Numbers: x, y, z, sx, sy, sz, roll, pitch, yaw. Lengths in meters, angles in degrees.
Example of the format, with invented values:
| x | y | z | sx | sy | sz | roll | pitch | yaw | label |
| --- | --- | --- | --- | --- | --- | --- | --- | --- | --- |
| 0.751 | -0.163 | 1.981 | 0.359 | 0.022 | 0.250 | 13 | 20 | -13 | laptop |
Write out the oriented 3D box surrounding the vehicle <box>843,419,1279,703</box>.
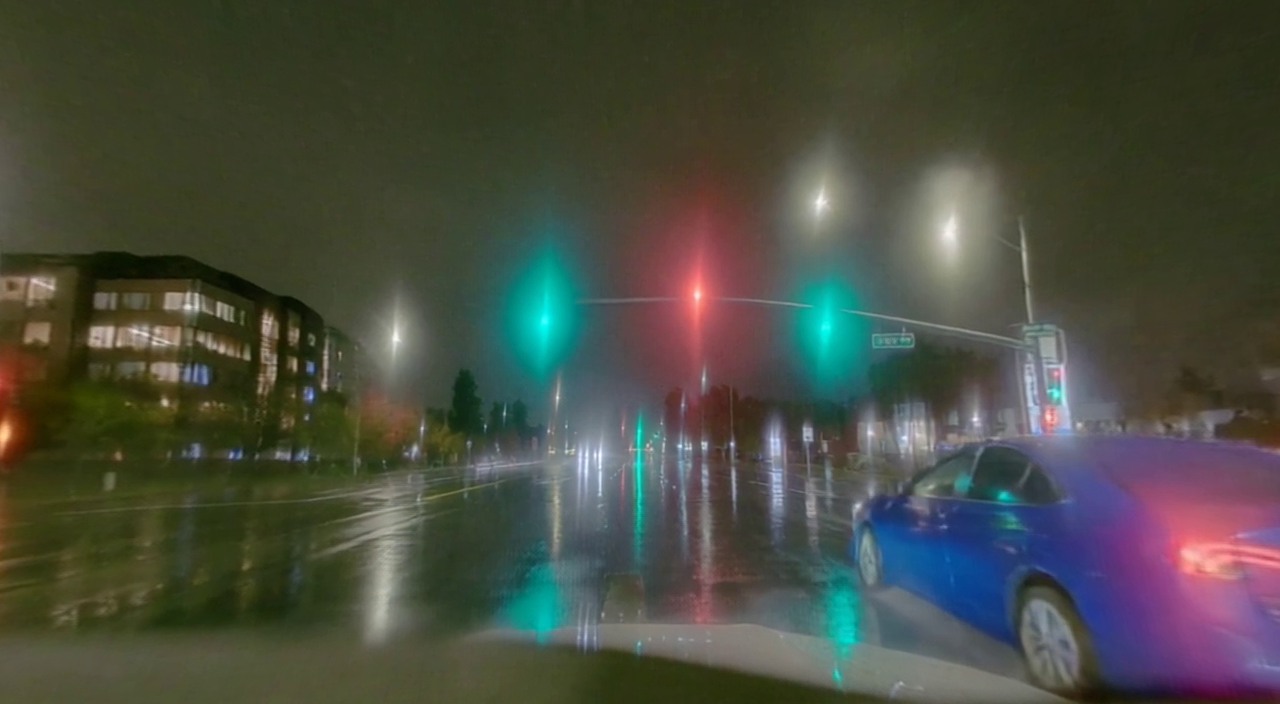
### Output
| x | y | z | sx | sy | sz | roll | pitch | yaw | label |
| --- | --- | --- | --- | --- | --- | --- | --- | --- | --- |
| 3.113 | 1.261 | 4.123 | 2.015 | 1.455 | 4.615 | 0 | -9 | 0 | vehicle |
